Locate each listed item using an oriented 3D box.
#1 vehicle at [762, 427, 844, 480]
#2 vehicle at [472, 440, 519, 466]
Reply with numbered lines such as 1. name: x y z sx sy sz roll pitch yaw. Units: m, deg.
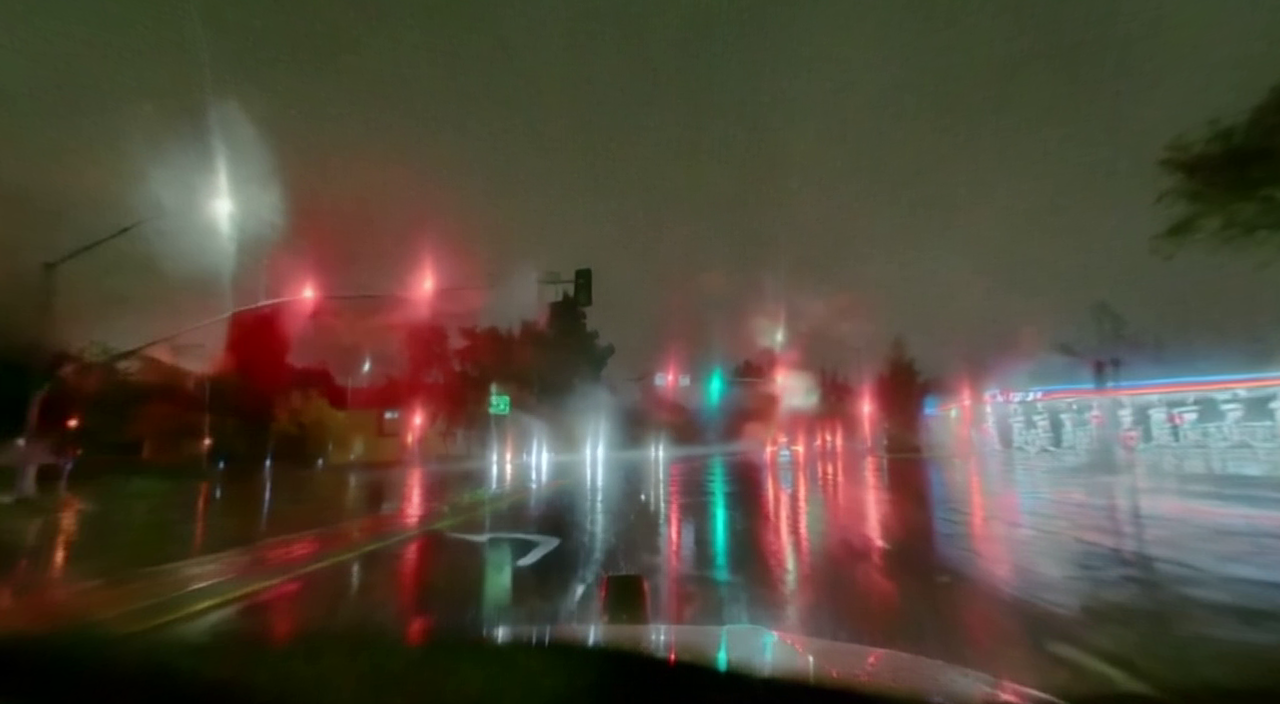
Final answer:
1. vehicle: 5.753 3.653 22.699 2.090 1.717 4.063 -1 -9 4
2. vehicle: -10.814 7.574 47.264 2.112 1.853 4.516 -1 -9 5
